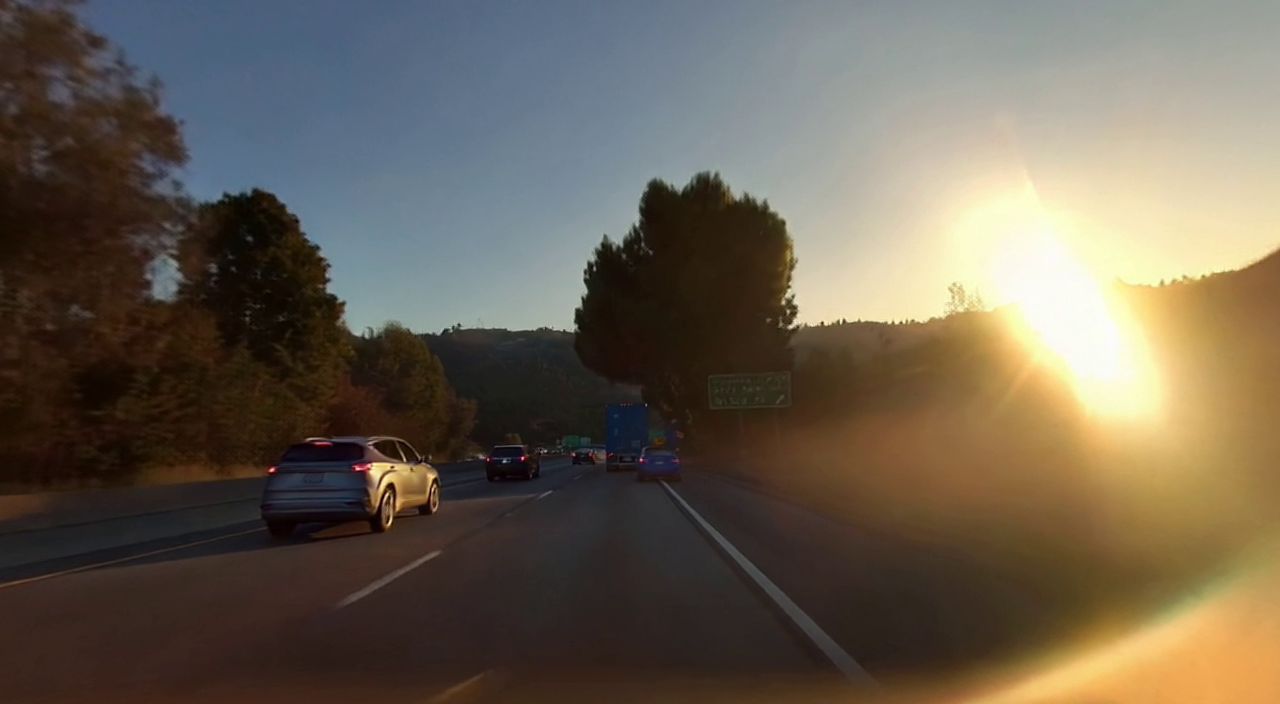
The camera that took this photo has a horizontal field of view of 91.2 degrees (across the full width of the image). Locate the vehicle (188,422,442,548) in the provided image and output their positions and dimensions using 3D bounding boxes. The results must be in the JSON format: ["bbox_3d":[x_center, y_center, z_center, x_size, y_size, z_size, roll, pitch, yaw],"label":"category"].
[{"bbox_3d":[-5.041,2.117,10.564,2.100,1.671,4.105,0,-9,-1],"label":"vehicle"}]

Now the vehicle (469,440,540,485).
[{"bbox_3d":[-5.385,4.432,25.380,2.035,1.664,4.064,0,-9,-1],"label":"vehicle"}]

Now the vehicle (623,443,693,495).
[{"bbox_3d":[0.477,3.720,20.332,2.026,1.489,4.045,0,-9,-2],"label":"vehicle"}]

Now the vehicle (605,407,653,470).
[{"bbox_3d":[-0.934,6.414,45.847,3.113,4.066,10.786,0,-9,-2],"label":"vehicle"}]
